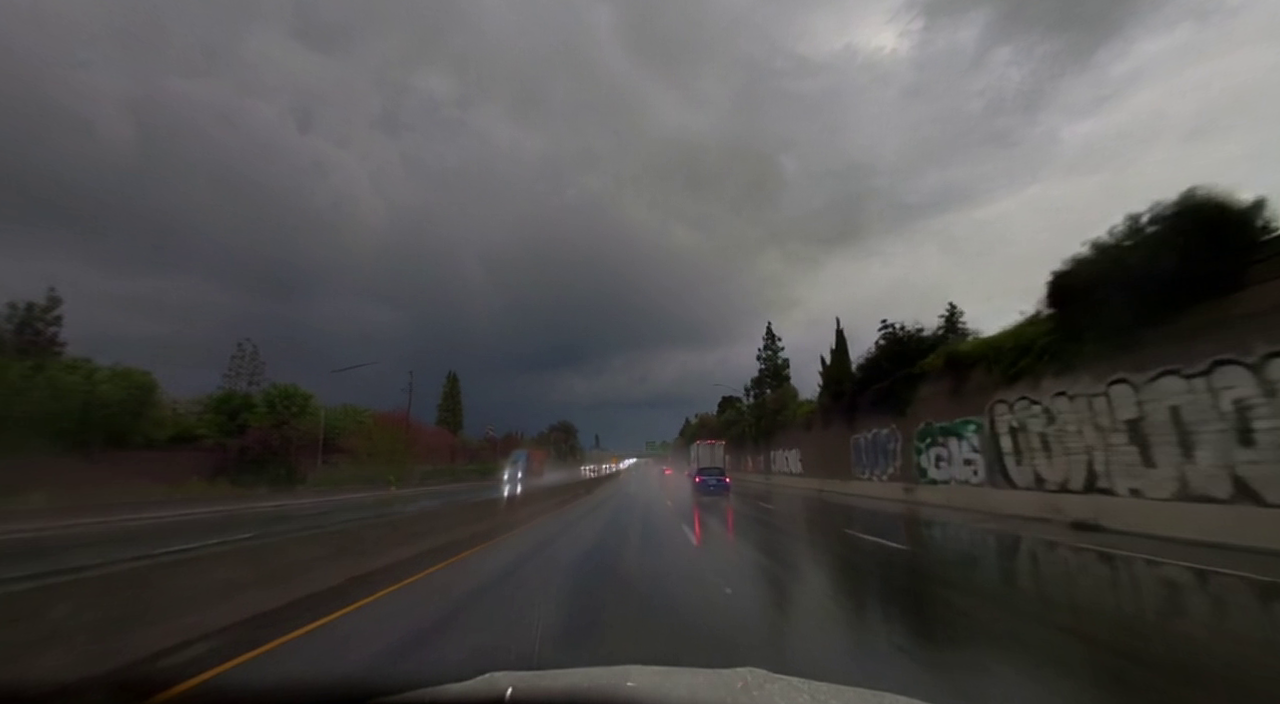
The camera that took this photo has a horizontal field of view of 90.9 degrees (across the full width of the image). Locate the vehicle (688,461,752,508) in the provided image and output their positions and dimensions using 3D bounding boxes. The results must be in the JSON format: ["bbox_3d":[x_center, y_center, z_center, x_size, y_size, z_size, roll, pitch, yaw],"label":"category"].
[{"bbox_3d":[2.980,5.020,24.145,2.011,1.574,3.512,2,-10,0],"label":"vehicle"}]
